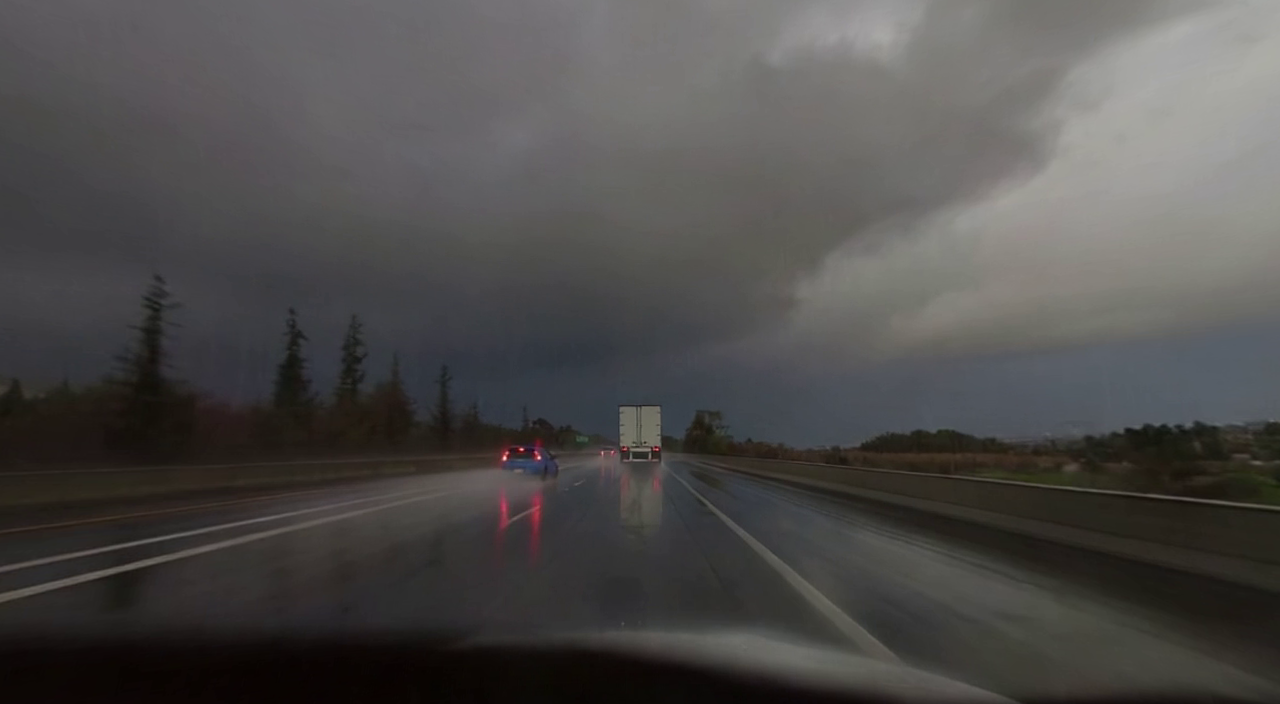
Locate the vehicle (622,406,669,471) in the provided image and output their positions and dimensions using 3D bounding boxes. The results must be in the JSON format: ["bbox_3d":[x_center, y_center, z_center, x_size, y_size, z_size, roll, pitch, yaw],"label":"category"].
[{"bbox_3d":[0.387,6.092,44.001,2.899,3.966,10.053,0,-9,1],"label":"vehicle"}]

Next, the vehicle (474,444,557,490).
[{"bbox_3d":[-4.455,4.188,23.373,2.051,1.538,4.569,0,-9,1],"label":"vehicle"}]

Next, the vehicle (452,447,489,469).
[{"bbox_3d":[-13.321,8.344,49.809,1.828,1.576,4.143,0,-9,-1],"label":"vehicle"}]
